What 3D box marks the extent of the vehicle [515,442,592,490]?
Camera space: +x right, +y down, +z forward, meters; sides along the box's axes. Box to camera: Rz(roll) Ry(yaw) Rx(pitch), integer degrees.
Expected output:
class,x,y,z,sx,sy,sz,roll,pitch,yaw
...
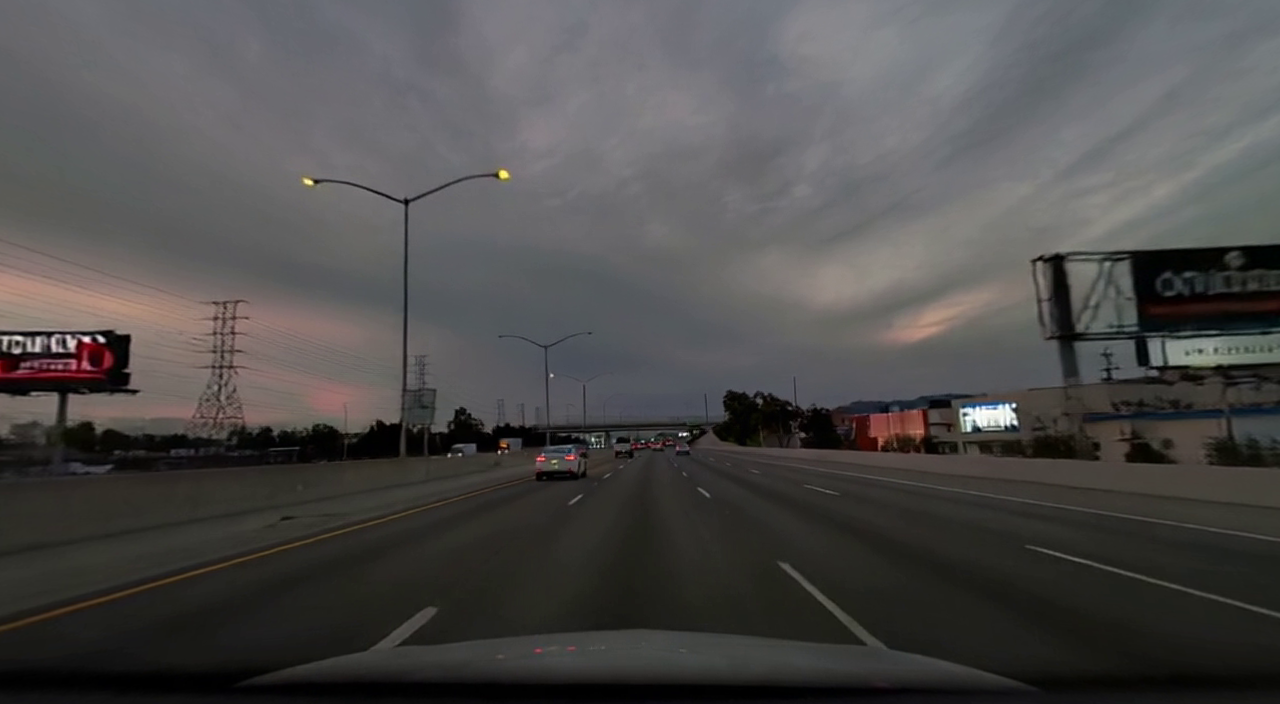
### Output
class,x,y,z,sx,sy,sz,roll,pitch,yaw
vehicle,-2.797,3.776,21.227,1.891,1.444,3.968,-1,-8,2
